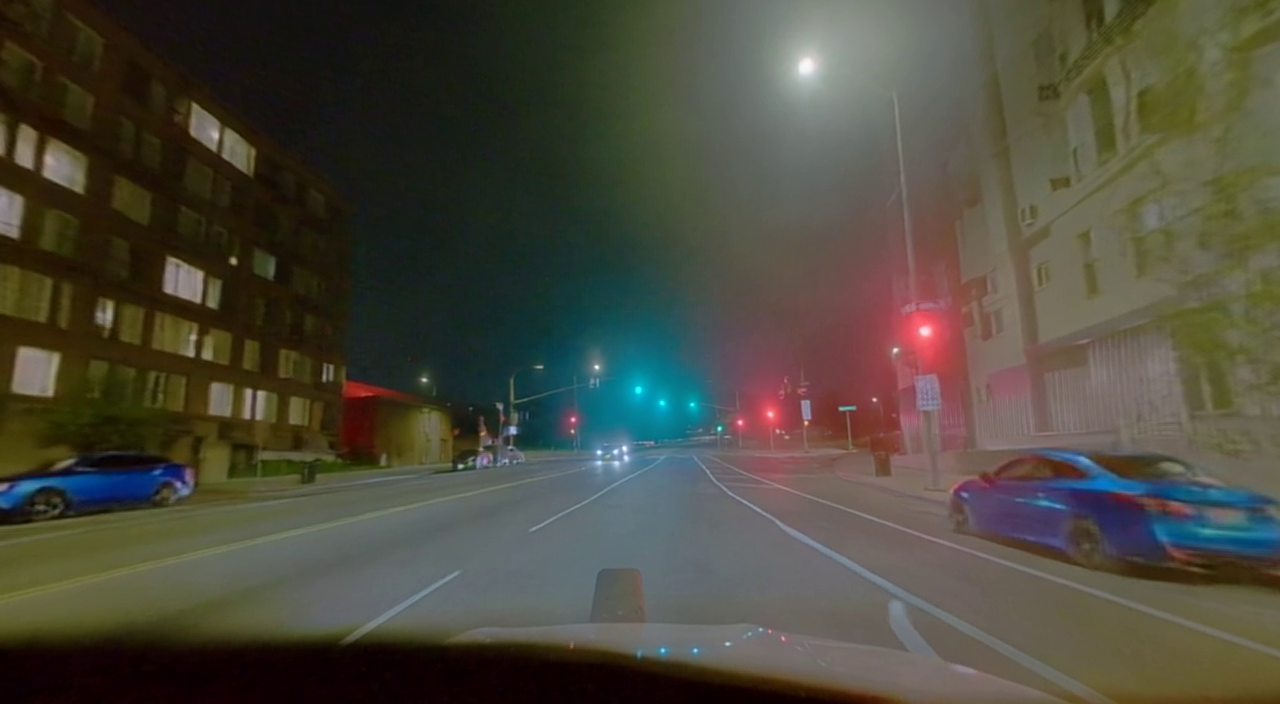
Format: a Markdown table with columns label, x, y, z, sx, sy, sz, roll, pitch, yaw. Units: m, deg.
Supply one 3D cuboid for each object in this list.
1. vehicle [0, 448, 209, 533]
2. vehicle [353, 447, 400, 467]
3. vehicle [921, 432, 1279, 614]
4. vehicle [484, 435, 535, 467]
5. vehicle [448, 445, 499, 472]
| label | x | y | z | sx | sy | sz | roll | pitch | yaw |
| --- | --- | --- | --- | --- | --- | --- | --- | --- | --- |
| vehicle | -12.248 | 2.869 | 13.840 | 1.894 | 1.493 | 4.902 | -1 | -8 | 5 |
| vehicle | -20.746 | 8.245 | 49.877 | 1.788 | 1.487 | 3.880 | 0 | -8 | 3 |
| vehicle | 5.706 | 1.802 | 7.916 | 2.010 | 1.473 | 5.353 | 0 | -8 | 1 |
| vehicle | -9.552 | 7.296 | 46.667 | 2.268 | 2.181 | 5.482 | -1 | -8 | 4 |
| vehicle | -10.253 | 6.565 | 39.168 | 1.868 | 1.520 | 3.796 | -1 | -8 | 3 |
